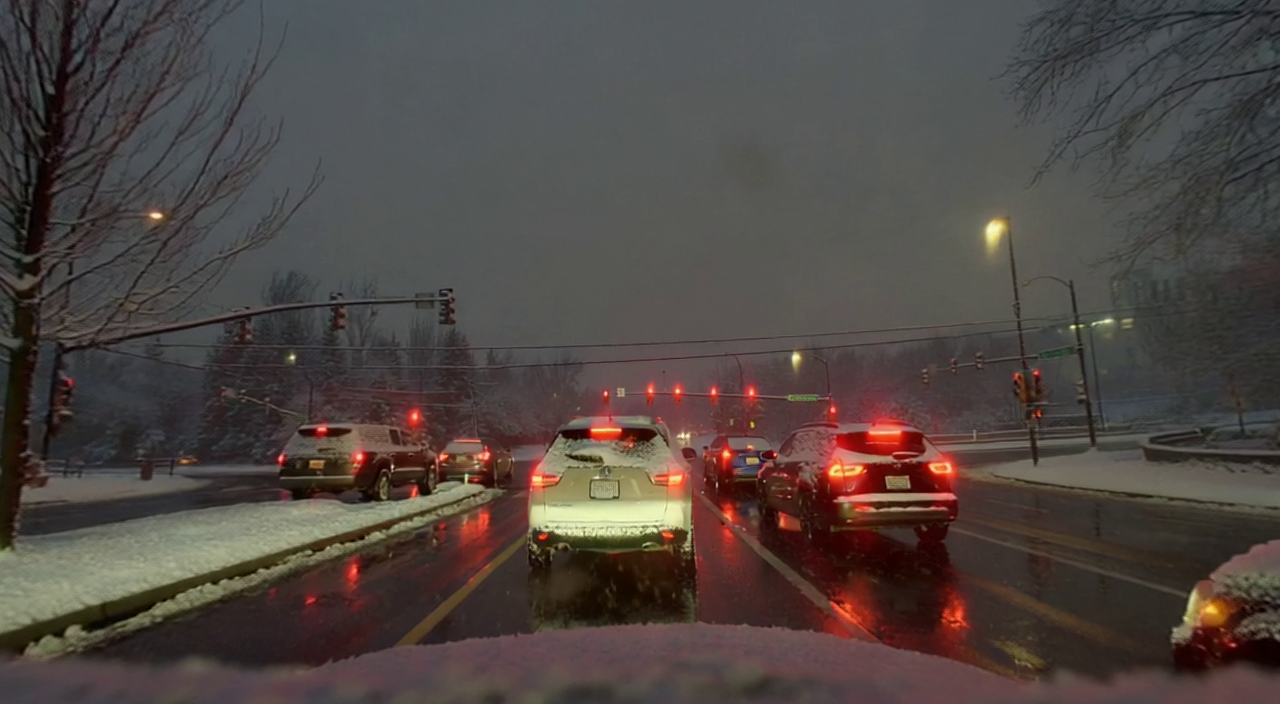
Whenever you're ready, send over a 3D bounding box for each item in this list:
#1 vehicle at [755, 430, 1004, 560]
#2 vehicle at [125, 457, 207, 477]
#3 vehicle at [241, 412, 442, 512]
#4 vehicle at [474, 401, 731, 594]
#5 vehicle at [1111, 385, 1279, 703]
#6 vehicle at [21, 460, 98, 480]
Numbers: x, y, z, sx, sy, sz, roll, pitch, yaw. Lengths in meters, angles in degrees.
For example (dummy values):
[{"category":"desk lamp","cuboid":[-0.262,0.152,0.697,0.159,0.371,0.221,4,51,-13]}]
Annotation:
[{"category":"vehicle","cuboid":[3.157,1.972,9.493,1.971,1.473,4.495,0,-8,0]},{"category":"vehicle","cuboid":[-37.305,9.048,49.493,4.914,1.487,1.850,0,-8,0]},{"category":"vehicle","cuboid":[-6.720,2.555,15.011,2.214,1.953,5.017,0,-8,1]},{"category":"vehicle","cuboid":[-0.316,1.586,7.641,2.256,1.694,4.055,0,-8,0]},{"category":"vehicle","cuboid":[3.305,0.672,0.838,1.980,1.515,4.362,0,-8,1]},{"category":"vehicle","cuboid":[-45.652,9.268,49.421,4.232,1.498,1.791,0,-8,1]}]
